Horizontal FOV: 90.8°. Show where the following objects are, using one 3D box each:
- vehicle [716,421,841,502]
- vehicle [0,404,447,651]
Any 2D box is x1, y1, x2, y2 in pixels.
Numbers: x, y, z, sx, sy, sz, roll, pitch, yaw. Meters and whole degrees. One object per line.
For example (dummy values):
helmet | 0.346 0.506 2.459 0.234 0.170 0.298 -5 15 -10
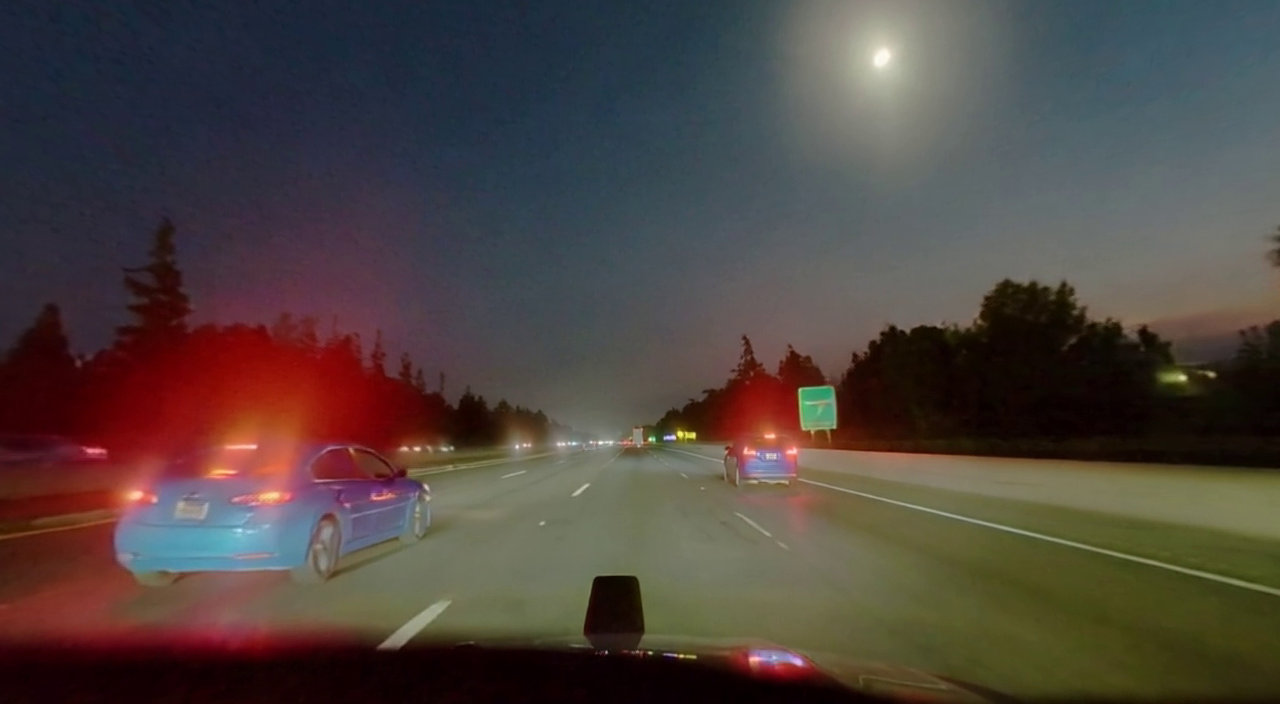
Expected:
vehicle | 3.193 2.647 15.530 2.053 1.714 4.097 0 -9 -1
vehicle | -3.876 1.506 6.589 2.118 1.573 4.940 0 -9 1
